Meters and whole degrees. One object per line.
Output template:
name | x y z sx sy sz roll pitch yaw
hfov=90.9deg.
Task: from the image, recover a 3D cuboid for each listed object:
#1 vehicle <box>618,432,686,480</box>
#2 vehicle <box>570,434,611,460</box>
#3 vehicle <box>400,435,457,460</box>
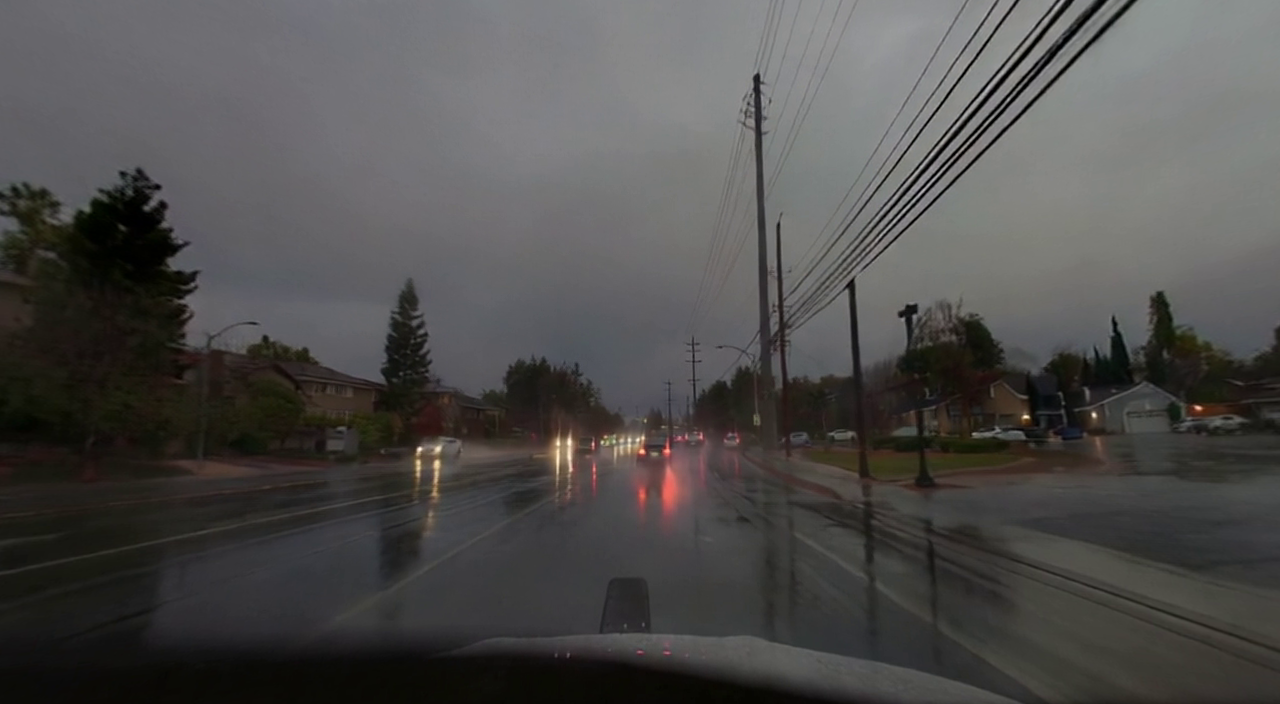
vehicle | 0.513 3.555 21.741 2.117 1.474 4.036 -1 -8 4
vehicle | -2.996 5.885 39.026 1.983 1.485 4.159 -1 -8 3
vehicle | -15.720 7.163 47.104 2.081 1.739 4.704 -1 -9 7
